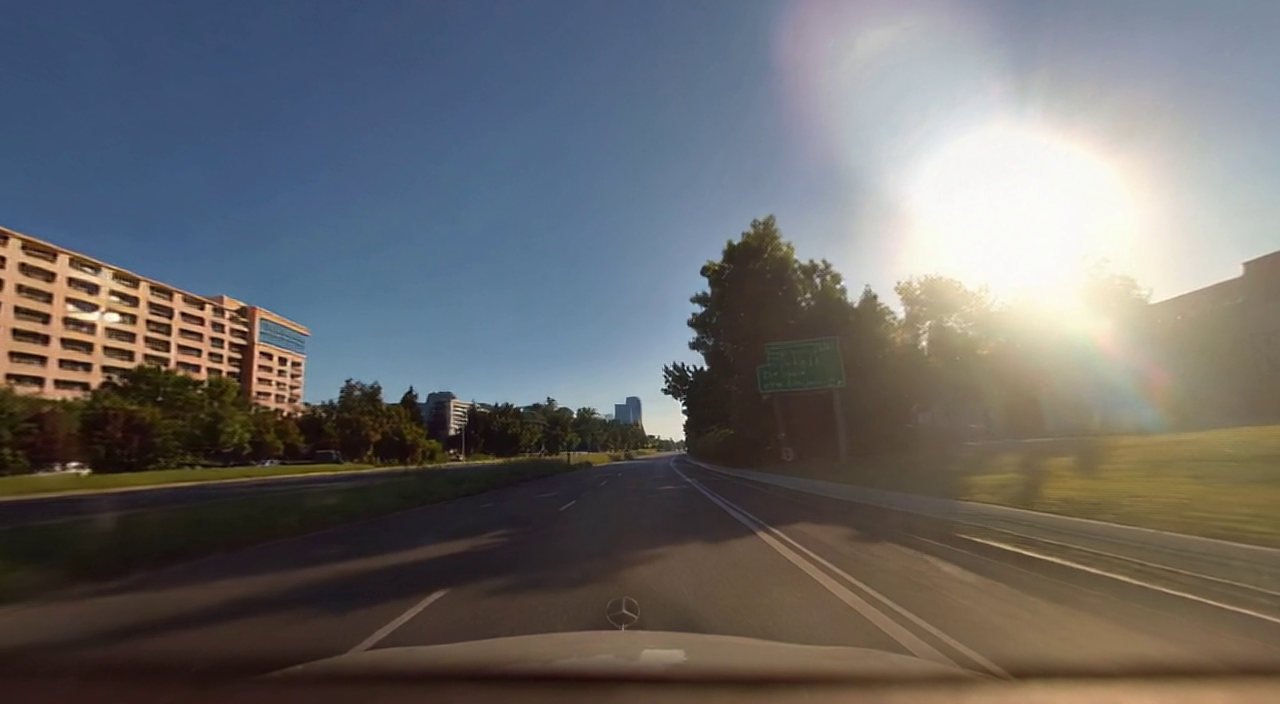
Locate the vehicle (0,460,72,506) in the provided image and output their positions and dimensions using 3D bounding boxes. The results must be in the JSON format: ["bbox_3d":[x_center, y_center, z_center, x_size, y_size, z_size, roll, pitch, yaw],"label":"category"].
[{"bbox_3d":[-38.422,8.164,39.218,4.249,2.452,2.227,-6,-12,8],"label":"vehicle"}]
